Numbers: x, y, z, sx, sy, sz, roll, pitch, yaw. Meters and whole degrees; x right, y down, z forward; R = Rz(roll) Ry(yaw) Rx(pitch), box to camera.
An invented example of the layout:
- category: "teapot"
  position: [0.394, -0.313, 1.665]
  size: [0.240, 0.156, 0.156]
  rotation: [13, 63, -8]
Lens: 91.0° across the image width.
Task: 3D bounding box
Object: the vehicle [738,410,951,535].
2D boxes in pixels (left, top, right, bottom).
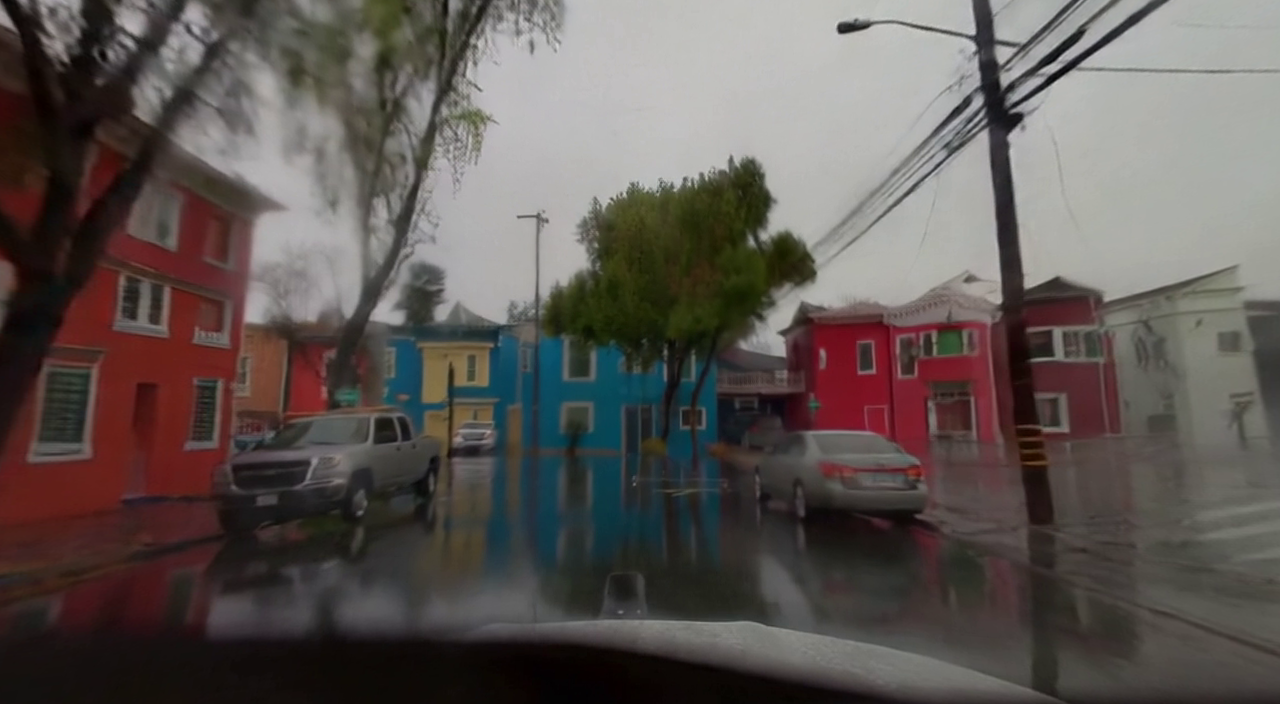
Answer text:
- category: "vehicle"
  position: [3.408, 2.115, 11.768]
  size: [2.109, 1.811, 4.886]
  rotation: [1, -8, -3]

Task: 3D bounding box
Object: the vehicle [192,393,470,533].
- category: "vehicle"
  position: [-5.498, 2.097, 12.681]
  size: [2.480, 2.084, 6.353]
  rotation: [1, -8, -1]

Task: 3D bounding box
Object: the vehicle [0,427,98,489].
- category: "vehicle"
  position: [-19.184, 3.139, 18.859]
  size: [1.906, 1.718, 4.449]
  rotation: [1, -6, -1]

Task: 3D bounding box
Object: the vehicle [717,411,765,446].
- category: "vehicle"
  position: [5.729, 4.367, 36.259]
  size: [2.081, 1.891, 4.367]
  rotation: [1, -6, 1]

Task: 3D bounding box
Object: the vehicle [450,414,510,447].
- category: "vehicle"
  position: [-9.144, 4.584, 36.411]
  size: [2.091, 1.760, 4.760]
  rotation: [0, -8, 1]

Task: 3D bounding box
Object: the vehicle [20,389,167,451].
- category: "vehicle"
  position: [-31.252, 3.768, 36.409]
  size: [2.473, 2.922, 6.719]
  rotation: [0, 0, 3]
